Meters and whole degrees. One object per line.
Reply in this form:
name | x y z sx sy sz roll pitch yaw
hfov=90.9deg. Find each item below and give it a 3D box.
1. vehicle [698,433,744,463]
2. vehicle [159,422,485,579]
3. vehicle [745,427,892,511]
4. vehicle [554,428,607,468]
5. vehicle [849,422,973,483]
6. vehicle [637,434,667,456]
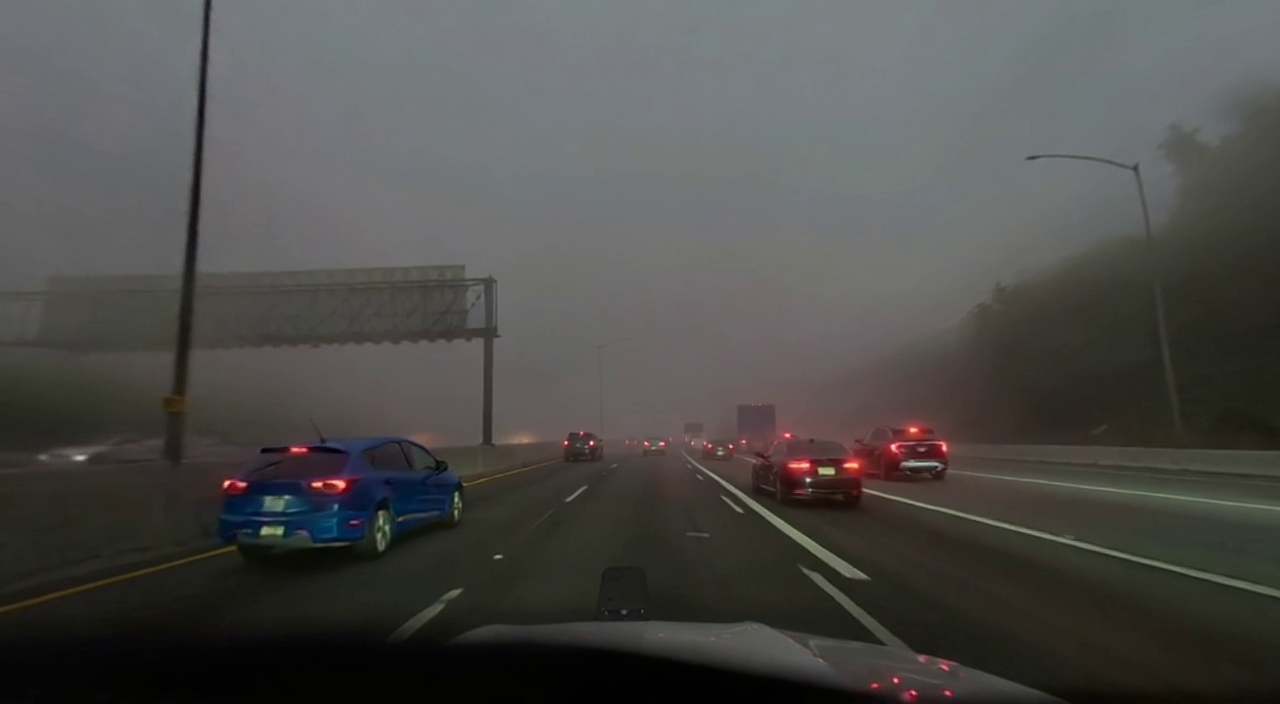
vehicle | 4.399 5.273 34.818 1.933 1.503 4.520 -1 -8 0
vehicle | -3.590 1.737 8.280 1.914 1.476 4.416 -1 -8 1
vehicle | 3.566 2.412 13.463 1.933 1.492 4.125 0 -8 0
vehicle | -2.748 4.569 30.116 2.006 1.741 4.277 -1 -8 2
vehicle | 8.483 3.191 20.291 1.987 1.726 4.515 0 -8 0
vehicle | 0.842 6.604 44.710 2.040 1.461 3.984 -1 -8 1
